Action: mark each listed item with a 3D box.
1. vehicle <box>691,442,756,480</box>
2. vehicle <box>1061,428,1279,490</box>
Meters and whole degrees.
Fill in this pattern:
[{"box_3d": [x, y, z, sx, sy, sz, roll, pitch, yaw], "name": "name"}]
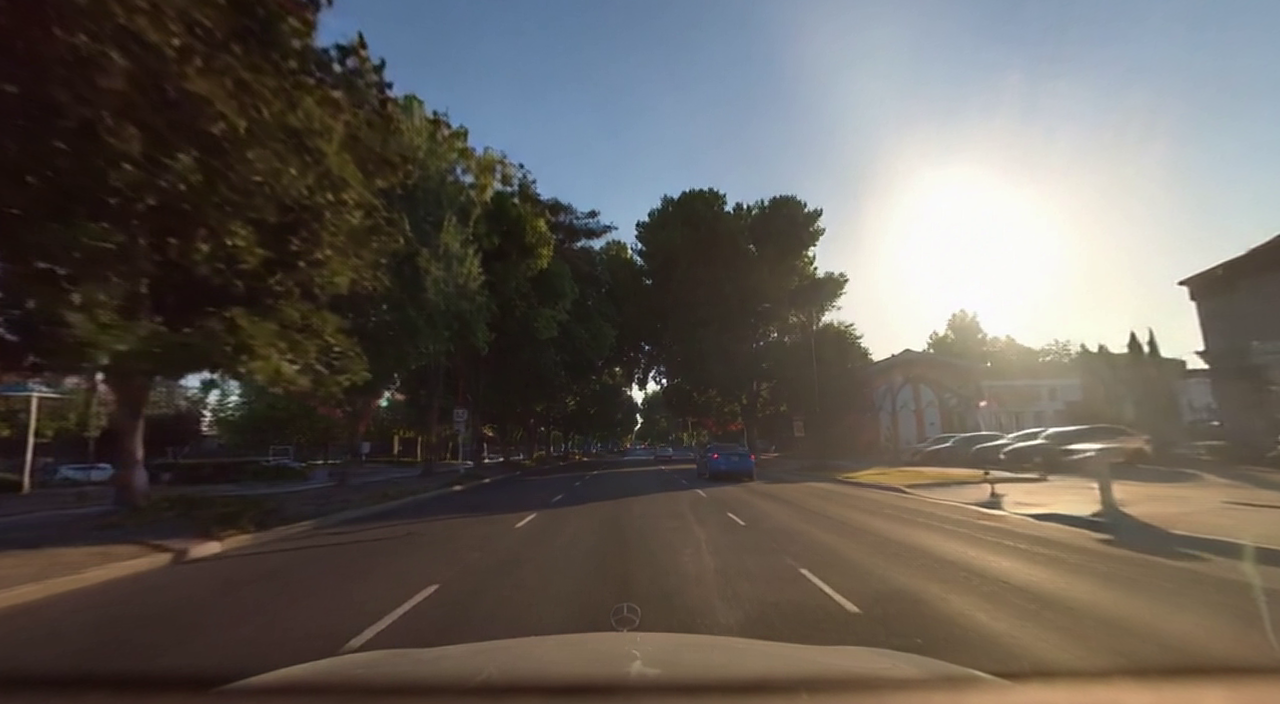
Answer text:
[{"box_3d": [3.460, 4.609, 27.081, 2.033, 1.482, 4.571, 0, -8, -2], "name": "vehicle"}, {"box_3d": [15.780, 3.191, 18.997, 4.684, 1.448, 2.090, -3, -8, -3], "name": "vehicle"}]
